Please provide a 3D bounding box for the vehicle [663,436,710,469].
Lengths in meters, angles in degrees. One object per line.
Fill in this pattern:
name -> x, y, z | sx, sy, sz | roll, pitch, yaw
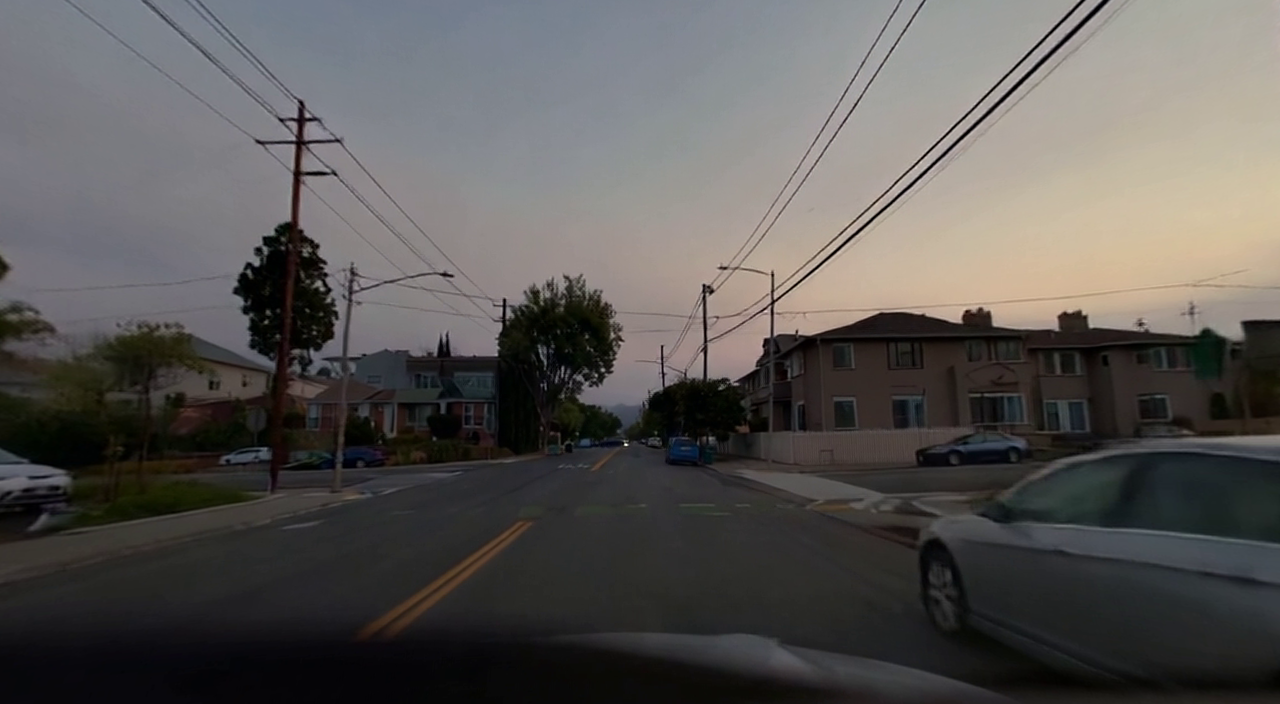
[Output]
vehicle -> 2.391, 5.300, 33.532 | 1.999, 1.604, 4.065 | 0, -9, -2

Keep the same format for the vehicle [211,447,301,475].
vehicle -> -25.042, 7.103, 41.335 | 1.814, 1.462, 4.703 | -8, -10, 30

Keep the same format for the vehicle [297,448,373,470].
vehicle -> -22.013, 7.707, 45.775 | 1.797, 1.446, 4.694 | -4, -10, 30

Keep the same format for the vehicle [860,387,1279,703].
vehicle -> 3.080, 1.049, 3.245 | 2.053, 1.501, 4.765 | 0, -9, -2
